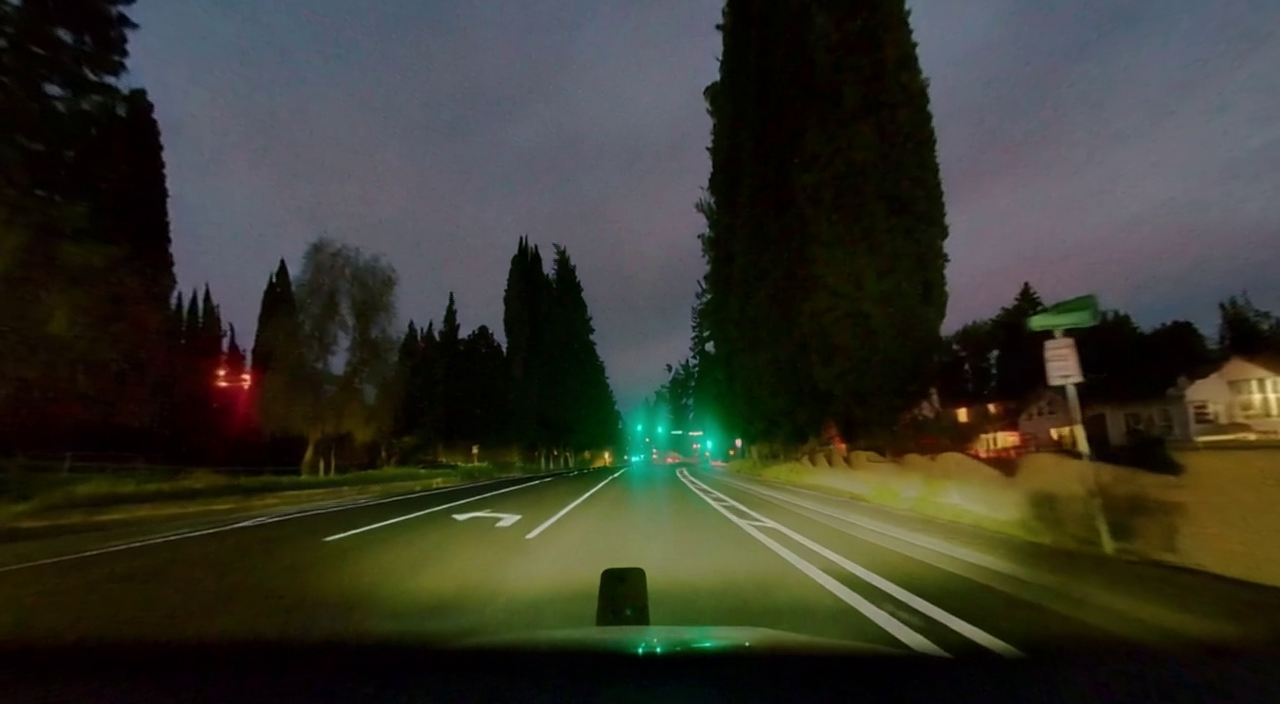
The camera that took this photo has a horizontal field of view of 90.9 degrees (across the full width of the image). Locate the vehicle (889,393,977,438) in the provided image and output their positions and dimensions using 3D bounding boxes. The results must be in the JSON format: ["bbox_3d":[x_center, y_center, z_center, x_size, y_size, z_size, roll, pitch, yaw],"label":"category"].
[{"bbox_3d":[12.433,2.811,27.058,1.732,1.413,4.483,-4,-11,2],"label":"vehicle"}]

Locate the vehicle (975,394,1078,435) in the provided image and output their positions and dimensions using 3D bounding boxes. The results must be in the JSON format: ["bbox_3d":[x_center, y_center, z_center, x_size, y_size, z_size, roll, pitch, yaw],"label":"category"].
[{"bbox_3d":[19.034,3.197,31.391,1.896,1.622,5.024,-3,-10,0],"label":"vehicle"}]

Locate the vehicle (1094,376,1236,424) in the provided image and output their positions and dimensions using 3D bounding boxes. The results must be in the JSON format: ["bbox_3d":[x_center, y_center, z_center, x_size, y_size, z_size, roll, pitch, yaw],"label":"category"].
[{"bbox_3d":[18.985,1.826,23.038,1.673,1.449,3.879,0,-8,-3],"label":"vehicle"}]

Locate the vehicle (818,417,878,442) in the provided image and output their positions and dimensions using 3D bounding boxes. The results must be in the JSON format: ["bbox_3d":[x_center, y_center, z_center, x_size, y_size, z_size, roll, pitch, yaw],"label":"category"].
[{"bbox_3d":[12.435,4.722,38.001,1.841,1.441,4.544,0,-8,-4],"label":"vehicle"}]
